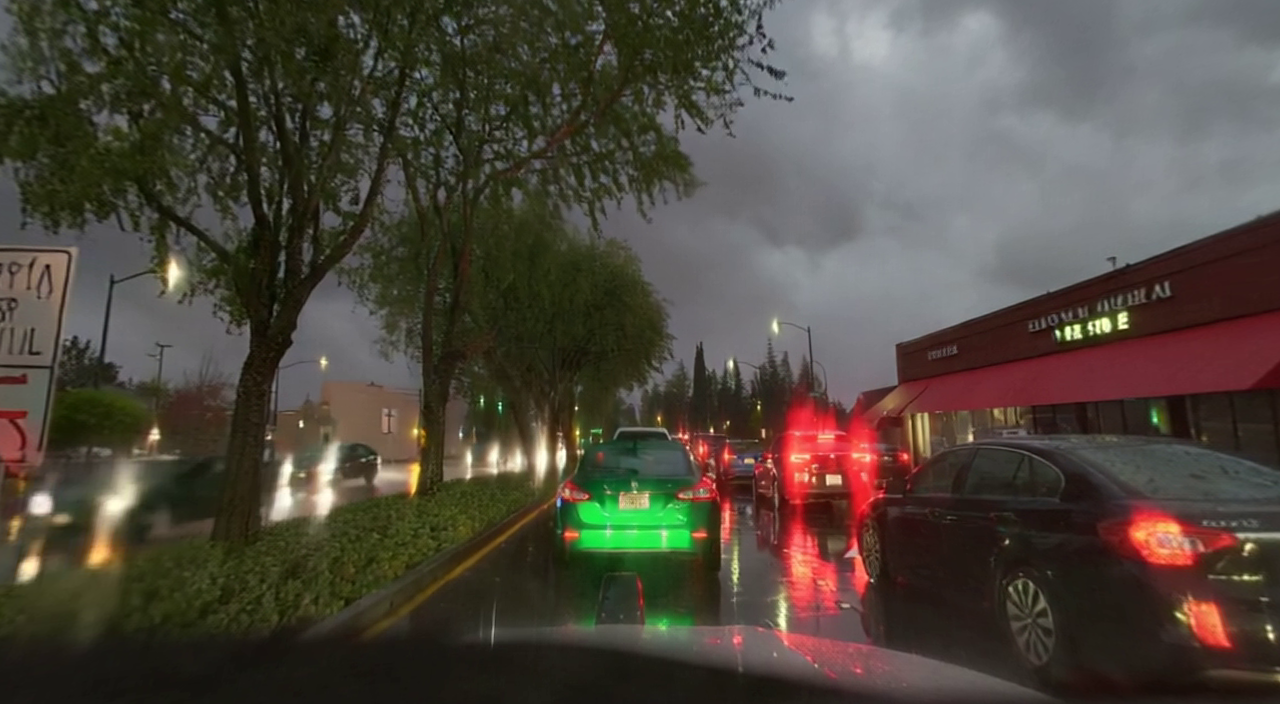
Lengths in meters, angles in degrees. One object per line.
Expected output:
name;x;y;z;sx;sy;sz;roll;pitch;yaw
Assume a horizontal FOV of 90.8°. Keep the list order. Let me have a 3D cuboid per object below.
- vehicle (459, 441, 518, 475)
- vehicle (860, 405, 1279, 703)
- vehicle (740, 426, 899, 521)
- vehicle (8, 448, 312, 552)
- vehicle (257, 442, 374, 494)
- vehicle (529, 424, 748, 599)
vehicle;-8.110;5.719;34.243;2.079;1.695;4.374;0;-9;0
vehicle;3.312;1.252;4.487;1.988;1.480;4.195;0;-9;0
vehicle;3.533;2.479;13.423;2.025;1.660;4.263;0;-9;-1
vehicle;-7.929;2.432;11.131;1.991;1.433;4.261;0;-9;0
vehicle;-12.048;4.310;23.861;2.004;1.732;4.530;0;-9;0
vehicle;-0.022;1.652;7.303;1.887;1.487;3.535;0;-9;0
